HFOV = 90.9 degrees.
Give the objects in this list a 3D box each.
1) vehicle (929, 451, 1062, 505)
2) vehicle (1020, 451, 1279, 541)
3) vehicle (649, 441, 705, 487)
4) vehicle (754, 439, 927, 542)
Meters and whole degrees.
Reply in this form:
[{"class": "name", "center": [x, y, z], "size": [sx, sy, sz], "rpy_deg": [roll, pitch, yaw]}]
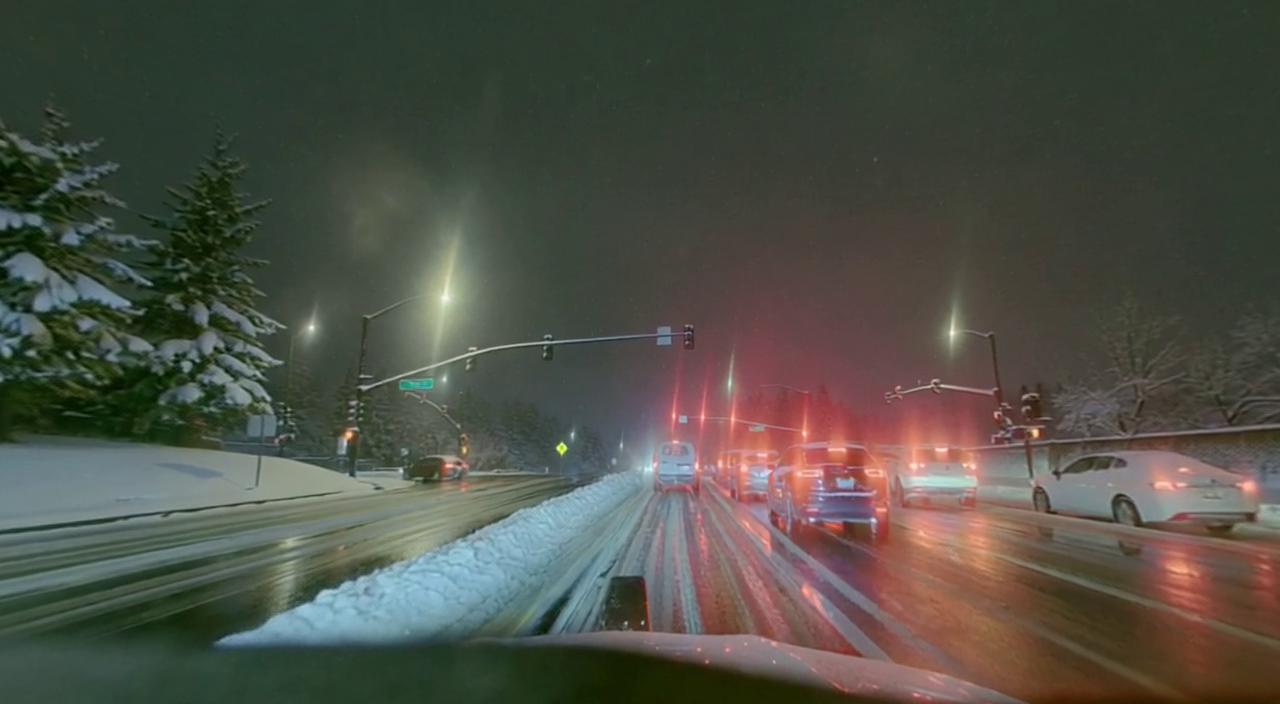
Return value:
[{"class": "vehicle", "center": [11.158, 3.956, 20.188], "size": [1.842, 1.466, 4.379], "rpy_deg": [-1, -8, 3]}, {"class": "vehicle", "center": [9.799, 2.707, 12.525], "size": [1.884, 1.422, 4.262], "rpy_deg": [0, -9, 1]}, {"class": "vehicle", "center": [1.520, 4.792, 27.396], "size": [2.245, 1.800, 4.522], "rpy_deg": [0, -8, 1]}, {"class": "vehicle", "center": [3.476, 2.455, 11.869], "size": [2.078, 1.578, 4.107], "rpy_deg": [0, -9, 3]}]
